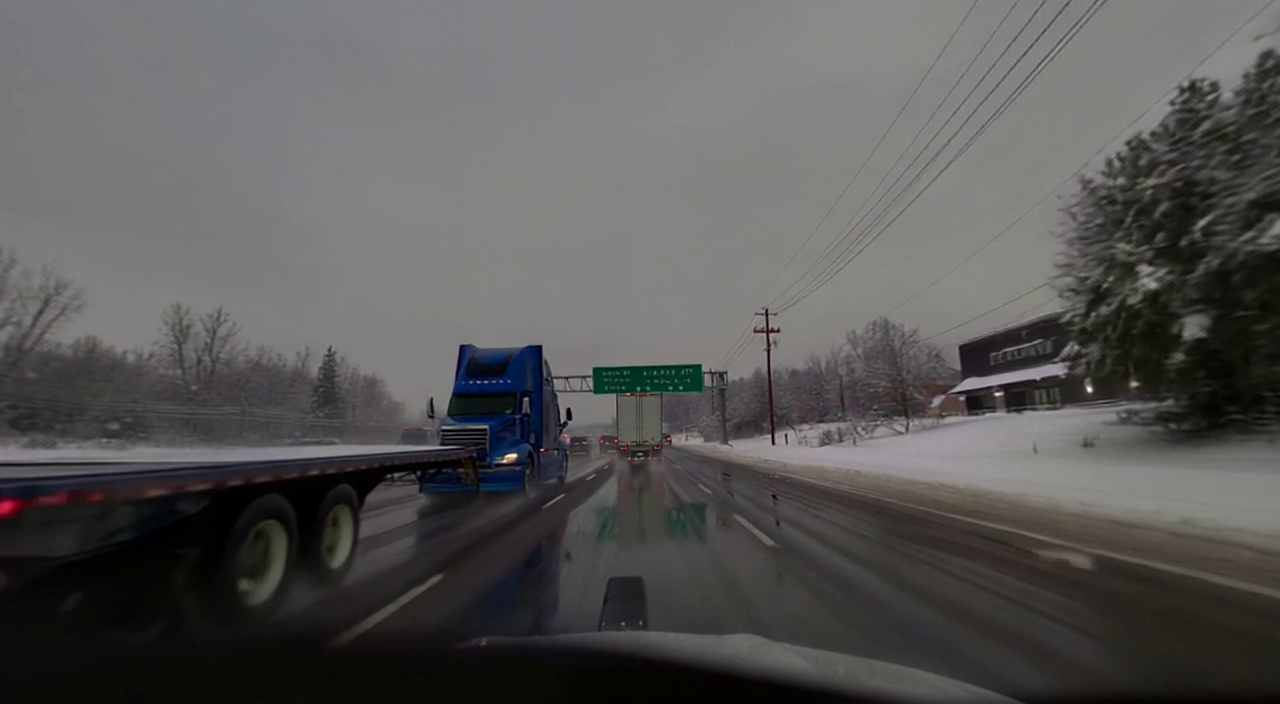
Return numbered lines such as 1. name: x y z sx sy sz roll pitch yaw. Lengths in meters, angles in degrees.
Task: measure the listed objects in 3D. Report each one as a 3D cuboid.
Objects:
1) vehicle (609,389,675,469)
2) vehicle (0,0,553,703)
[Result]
1. vehicle: 0.081 4.215 33.496 2.941 3.604 9.851 0 -9 0
2. vehicle: -3.902 0.596 9.194 2.875 4.083 15.756 0 -9 1
